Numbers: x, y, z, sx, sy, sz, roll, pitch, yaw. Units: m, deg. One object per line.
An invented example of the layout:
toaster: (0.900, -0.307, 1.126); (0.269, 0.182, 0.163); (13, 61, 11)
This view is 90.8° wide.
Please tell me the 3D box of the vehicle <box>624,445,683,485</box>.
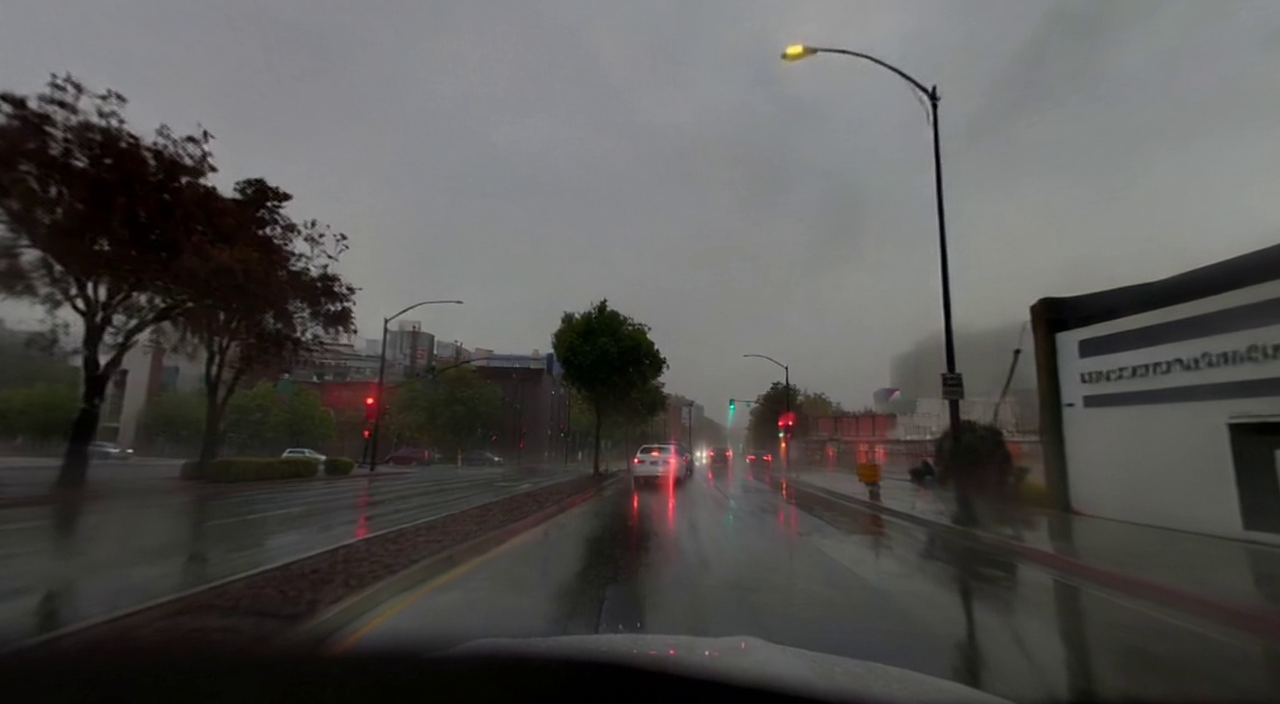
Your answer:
vehicle: (0.643, 4.495, 25.470); (2.173, 1.479, 4.264); (-1, -9, 4)

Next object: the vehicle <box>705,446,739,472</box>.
vehicle: (6.242, 8.160, 48.539); (2.092, 1.851, 4.913); (0, -9, 2)
